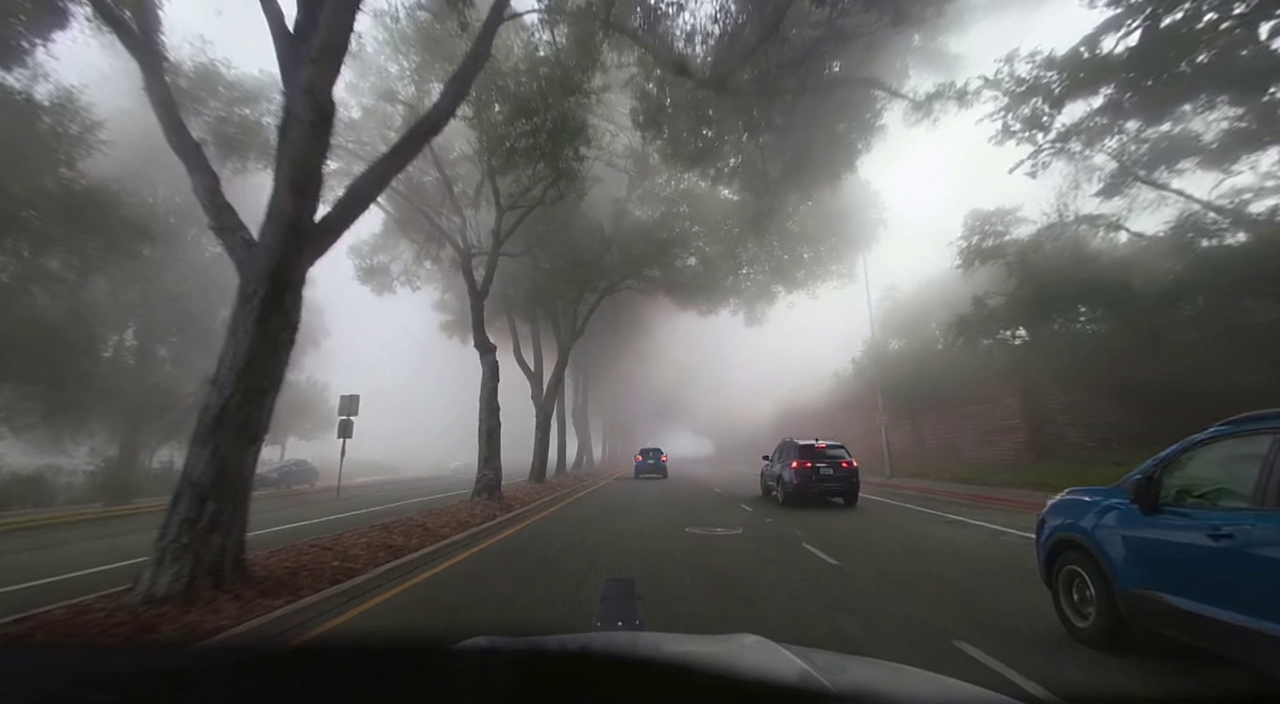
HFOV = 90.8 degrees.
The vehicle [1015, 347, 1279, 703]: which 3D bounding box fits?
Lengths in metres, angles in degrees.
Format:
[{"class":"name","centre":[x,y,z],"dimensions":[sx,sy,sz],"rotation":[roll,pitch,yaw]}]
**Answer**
[{"class":"vehicle","centre":[4.060,0.760,2.165],"dimensions":[2.470,1.751,5.015],"rotation":[-1,-8,1]}]

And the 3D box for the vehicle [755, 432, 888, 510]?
[{"class":"vehicle","centre":[4.589,3.078,16.822],"dimensions":[2.155,1.752,4.456],"rotation":[0,-8,-1]}]

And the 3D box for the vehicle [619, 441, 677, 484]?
[{"class":"vehicle","centre":[0.374,4.941,28.551],"dimensions":[2.391,1.739,3.837],"rotation":[-1,-8,1]}]
